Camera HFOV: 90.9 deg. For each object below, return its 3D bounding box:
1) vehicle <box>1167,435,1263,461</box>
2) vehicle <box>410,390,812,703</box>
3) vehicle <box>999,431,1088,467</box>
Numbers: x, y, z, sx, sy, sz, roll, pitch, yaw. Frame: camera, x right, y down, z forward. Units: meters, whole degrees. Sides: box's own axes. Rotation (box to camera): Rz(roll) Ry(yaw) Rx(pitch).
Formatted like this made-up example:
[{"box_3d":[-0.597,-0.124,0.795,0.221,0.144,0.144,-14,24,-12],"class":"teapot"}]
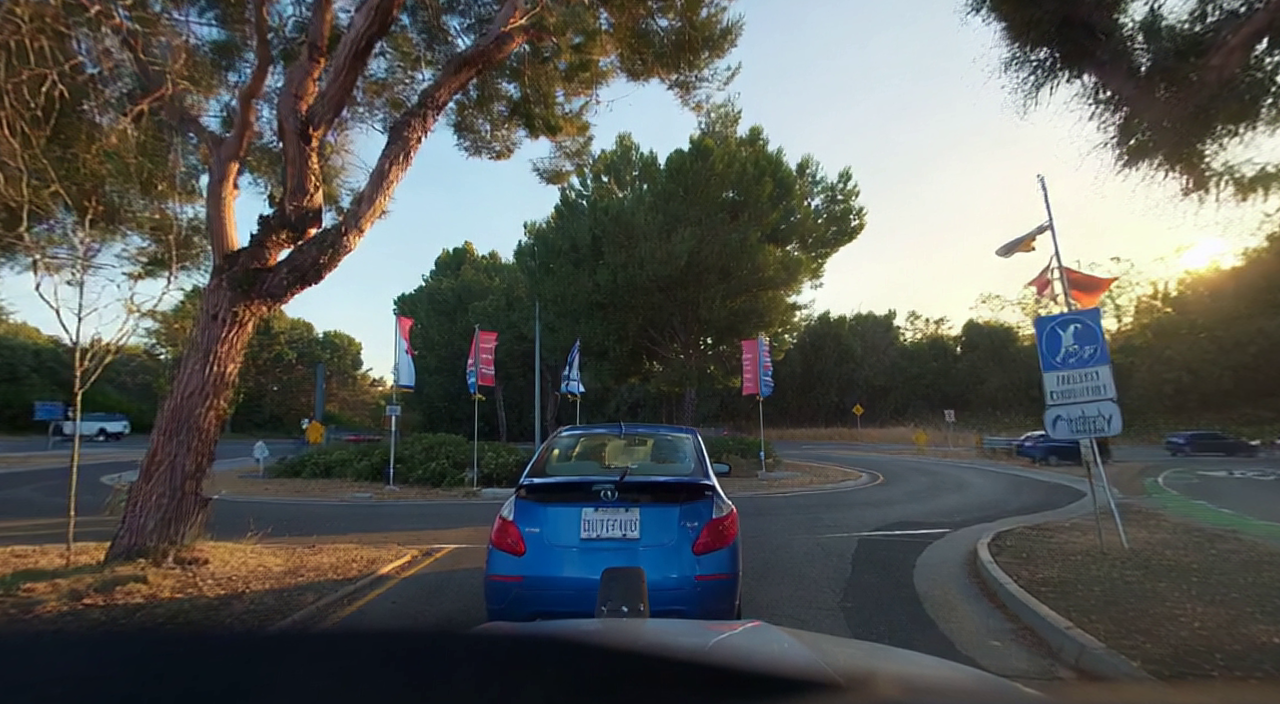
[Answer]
[{"box_3d":[33.858,5.667,37.141,4.147,1.475,1.850,1,-9,-9],"class":"vehicle"},{"box_3d":[-0.061,1.332,5.346,2.078,1.607,4.010,-1,-9,3],"class":"vehicle"},{"box_3d":[20.407,4.887,31.822,4.485,1.691,2.132,6,-11,-35],"class":"vehicle"}]
